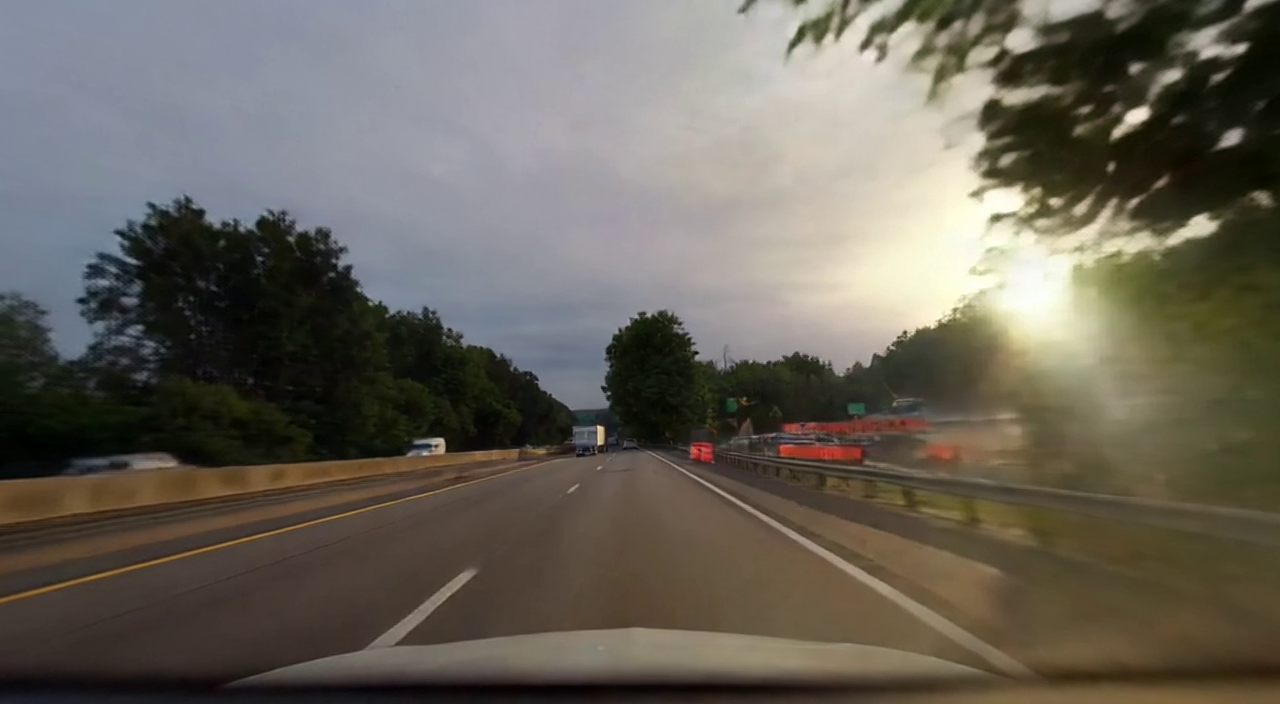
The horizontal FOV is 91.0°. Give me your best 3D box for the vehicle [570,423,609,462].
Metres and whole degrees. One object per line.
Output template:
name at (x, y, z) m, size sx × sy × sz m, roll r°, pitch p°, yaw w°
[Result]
vehicle at (-3.654, 6.654, 46.432) m, size 2.484 × 2.625 × 5.907 m, roll 0°, pitch -8°, yaw -1°
